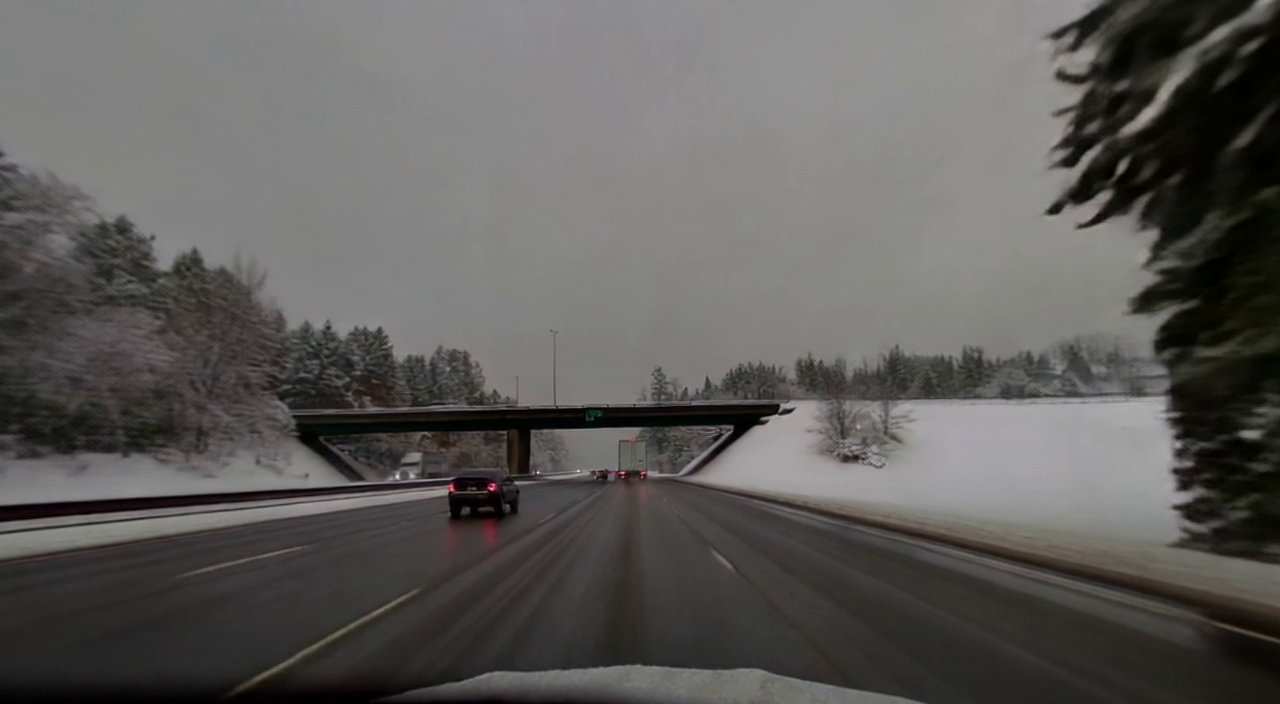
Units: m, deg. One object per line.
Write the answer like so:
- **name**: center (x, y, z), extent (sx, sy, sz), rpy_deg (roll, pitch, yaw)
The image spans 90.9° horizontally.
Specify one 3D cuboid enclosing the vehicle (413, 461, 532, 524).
- **vehicle**: center (-4.420, 3.812, 17.530), extent (1.950, 1.460, 4.812), rpy_deg (1, -11, 0)
